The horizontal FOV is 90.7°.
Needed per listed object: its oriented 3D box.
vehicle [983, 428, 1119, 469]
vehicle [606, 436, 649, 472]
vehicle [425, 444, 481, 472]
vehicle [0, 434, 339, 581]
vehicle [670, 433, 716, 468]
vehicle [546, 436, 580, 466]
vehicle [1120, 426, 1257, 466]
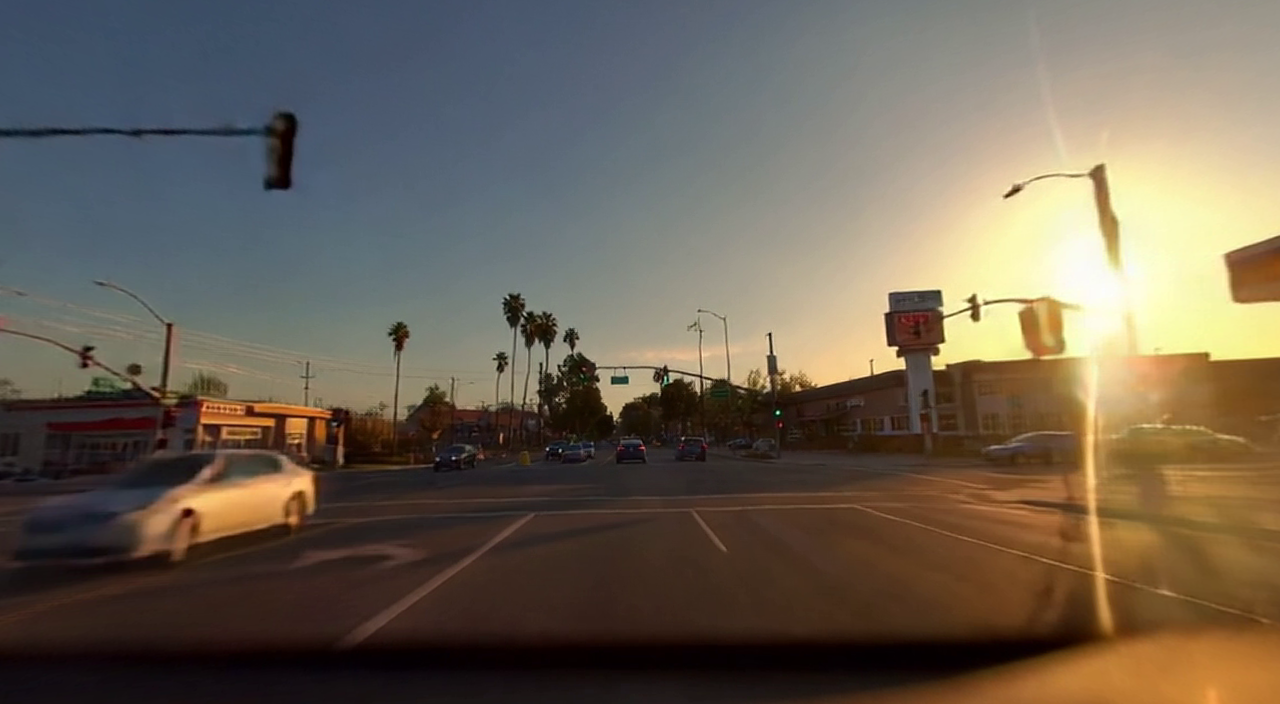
[{"bbox_3d":[18.545,4.381,28.747,4.685,1.704,2.118,0,-9,-2],"label":"vehicle"},{"bbox_3d":[-0.652,5.405,33.746,2.177,1.754,3.815,0,-9,-1],"label":"vehicle"},{"bbox_3d":[-13.493,7.645,46.035,2.287,1.874,5.798,0,-9,0],"label":"vehicle"},{"bbox_3d":[-6.305,1.947,8.820,1.979,1.480,4.553,0,-9,0],"label":"vehicle"},{"bbox_3d":[3.060,5.869,37.712,2.190,1.913,5.174,0,-9,-2],"label":"vehicle"},{"bbox_3d":[-5.802,7.558,48.469,2.072,2.107,4.723,0,-9,-1],"label":"vehicle"},{"bbox_3d":[24.945,4.295,28.901,4.398,1.700,2.012,0,-9,-3],"label":"vehicle"}]
